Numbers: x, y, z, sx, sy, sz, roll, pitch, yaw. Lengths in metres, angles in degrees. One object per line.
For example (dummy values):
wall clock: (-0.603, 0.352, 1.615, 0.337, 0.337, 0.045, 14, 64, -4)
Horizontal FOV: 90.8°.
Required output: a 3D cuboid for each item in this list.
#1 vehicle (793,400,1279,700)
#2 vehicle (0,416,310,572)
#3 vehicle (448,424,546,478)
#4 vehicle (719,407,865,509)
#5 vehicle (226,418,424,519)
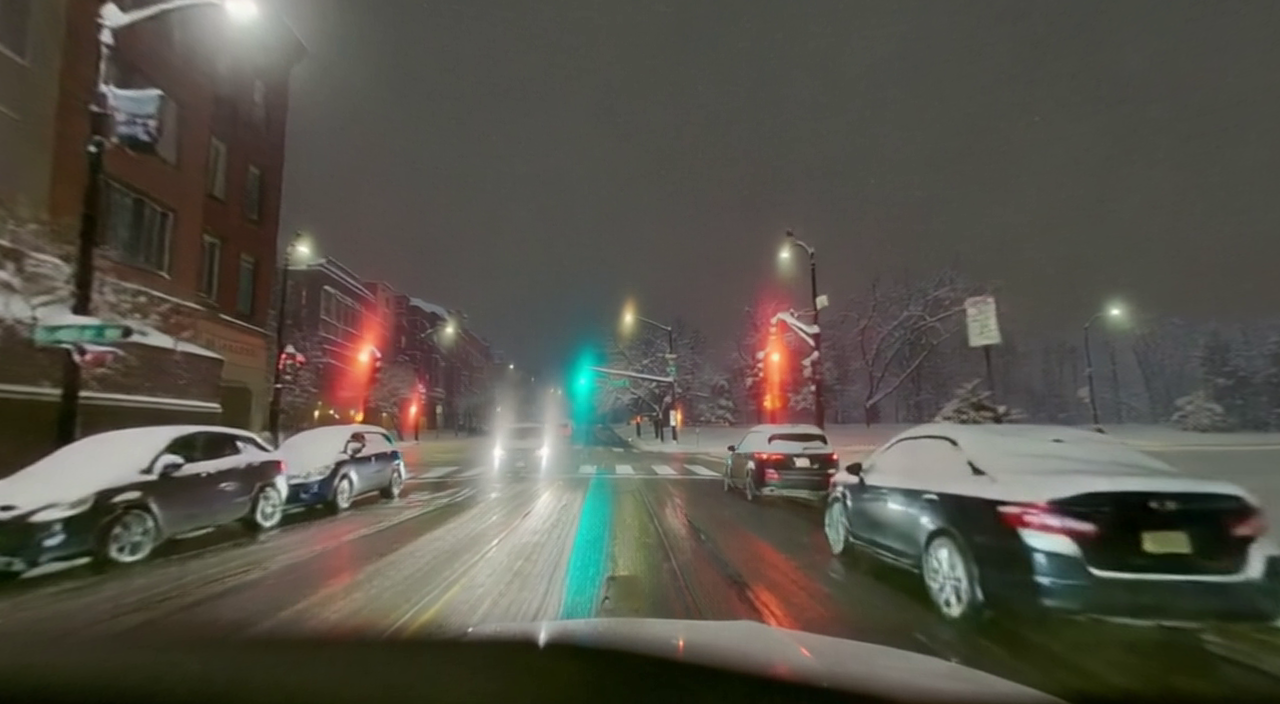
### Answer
vehicle: (3.059, 1.332, 5.622, 2.032, 1.474, 4.795, 0, -8, -2)
vehicle: (-6.915, 1.922, 9.294, 1.893, 1.758, 4.019, 0, -8, 0)
vehicle: (-5.476, 3.688, 23.754, 2.148, 1.818, 4.791, 5, -10, -31)
vehicle: (3.206, 2.377, 14.512, 2.052, 1.929, 4.747, 0, -8, -1)
vehicle: (-6.846, 2.557, 14.509, 2.132, 1.801, 4.885, -3, -8, -1)
